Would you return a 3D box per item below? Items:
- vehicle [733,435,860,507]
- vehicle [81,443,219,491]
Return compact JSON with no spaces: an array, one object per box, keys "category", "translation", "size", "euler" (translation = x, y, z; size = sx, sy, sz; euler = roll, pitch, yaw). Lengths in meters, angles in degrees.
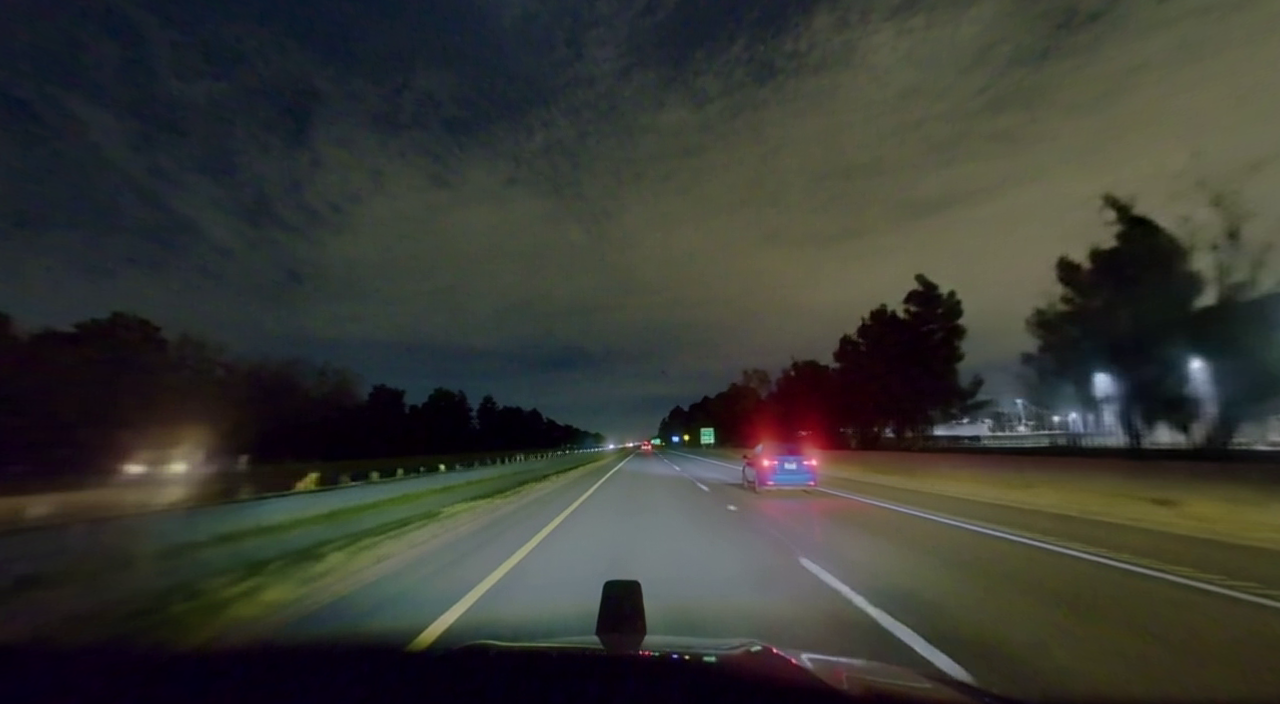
[{"category":"vehicle","translation":[3.667,2.859,15.558],"size":[2.079,1.531,3.997],"euler":[0,-8,-1]},{"category":"vehicle","translation":[-20.548,4.802,26.661],"size":[2.101,1.837,4.524],"euler":[0,-8,1]}]
